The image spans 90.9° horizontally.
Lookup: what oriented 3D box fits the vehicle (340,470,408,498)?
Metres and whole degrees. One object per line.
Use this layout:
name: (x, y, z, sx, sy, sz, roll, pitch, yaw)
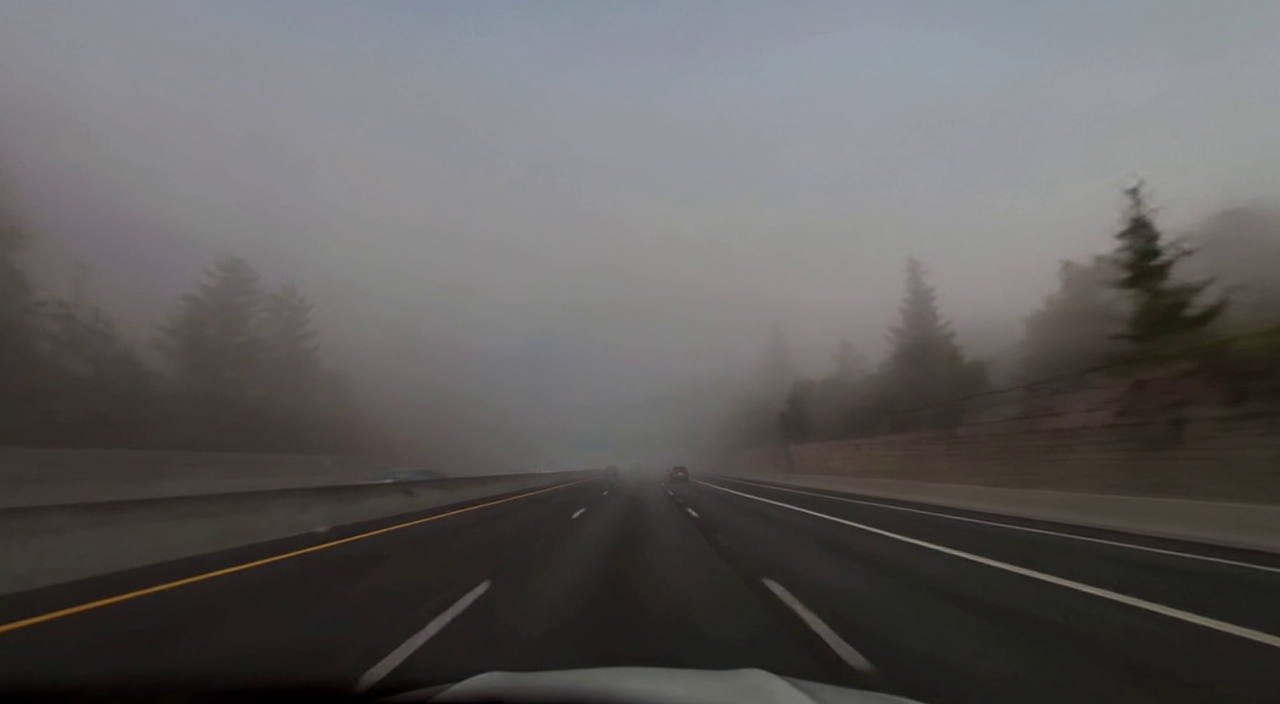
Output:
vehicle: (-14.929, 7.426, 35.659, 1.851, 1.454, 4.504, 1, -10, 0)
